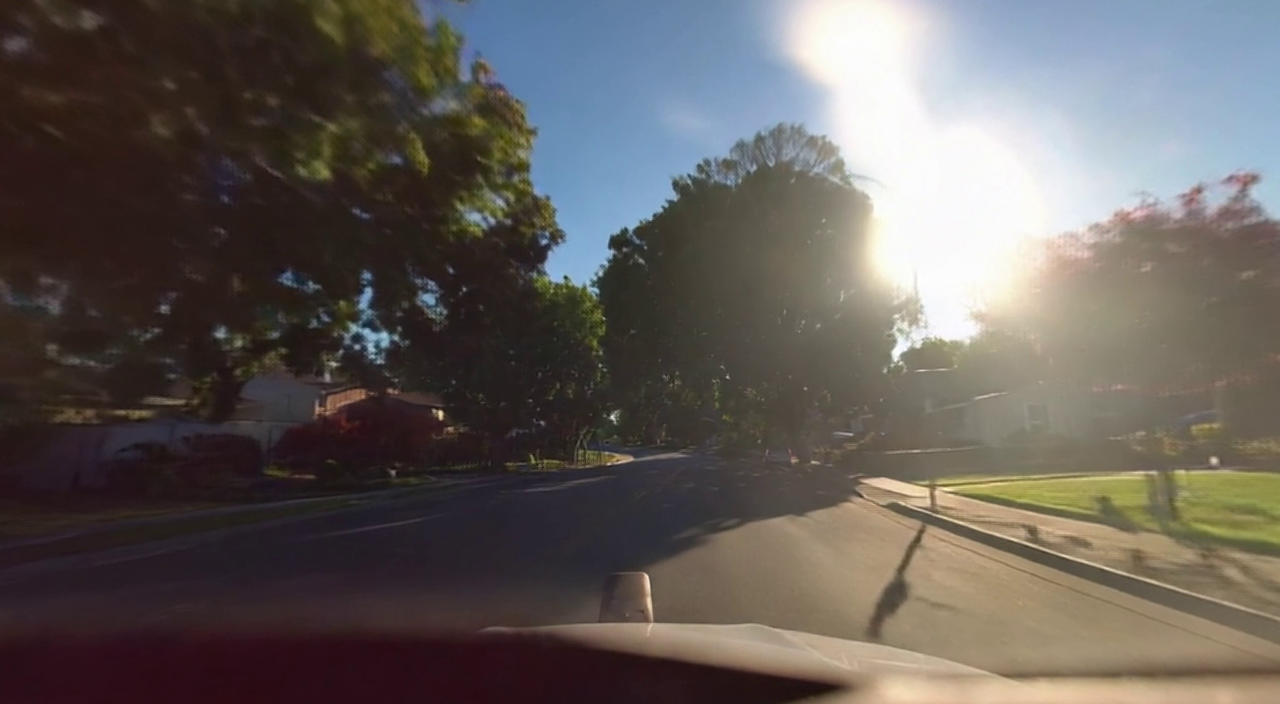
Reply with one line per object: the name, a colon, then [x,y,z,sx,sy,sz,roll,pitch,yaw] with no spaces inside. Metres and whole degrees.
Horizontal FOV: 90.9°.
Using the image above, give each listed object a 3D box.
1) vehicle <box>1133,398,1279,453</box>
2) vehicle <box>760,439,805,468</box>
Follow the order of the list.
vehicle: [20.009,2.588,21.791,1.830,1.698,4.624,1,-8,-6]
vehicle: [7.832,5.600,34.993,2.129,1.490,4.369,-1,-9,9]
